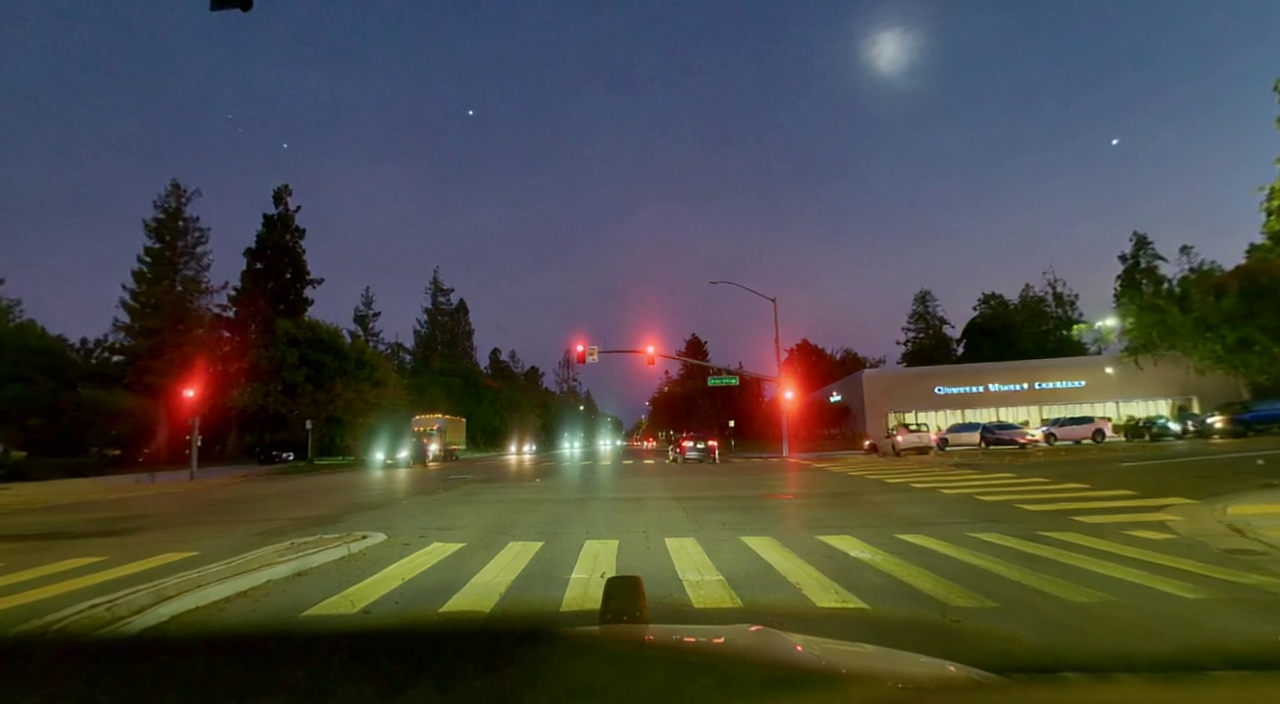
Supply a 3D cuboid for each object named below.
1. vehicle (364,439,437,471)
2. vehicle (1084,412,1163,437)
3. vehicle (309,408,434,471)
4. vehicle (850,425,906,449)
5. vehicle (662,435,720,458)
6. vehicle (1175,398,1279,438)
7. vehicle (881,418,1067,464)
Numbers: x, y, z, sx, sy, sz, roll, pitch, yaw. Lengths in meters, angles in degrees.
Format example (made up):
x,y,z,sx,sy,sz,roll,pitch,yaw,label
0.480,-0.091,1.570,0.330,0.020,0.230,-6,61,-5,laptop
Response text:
x,y,z,sx,sy,sz,roll,pitch,yaw,label
-12.123,5.230,32.228,1.996,1.489,4.566,0,-8,-1,vehicle
31.349,4.763,41.002,1.823,1.480,4.003,0,-8,-3,vehicle
-16.704,5.652,40.473,3.161,3.455,11.058,0,-8,0,vehicle
17.376,6.229,46.148,3.329,1.415,1.821,-6,-9,2,vehicle
3.326,6.287,41.839,1.884,1.419,4.448,4,-9,-25,vehicle
27.292,2.999,28.318,4.566,1.670,2.000,0,-8,0,vehicle
10.782,2.920,20.664,4.994,1.416,1.783,-1,-8,5,vehicle
